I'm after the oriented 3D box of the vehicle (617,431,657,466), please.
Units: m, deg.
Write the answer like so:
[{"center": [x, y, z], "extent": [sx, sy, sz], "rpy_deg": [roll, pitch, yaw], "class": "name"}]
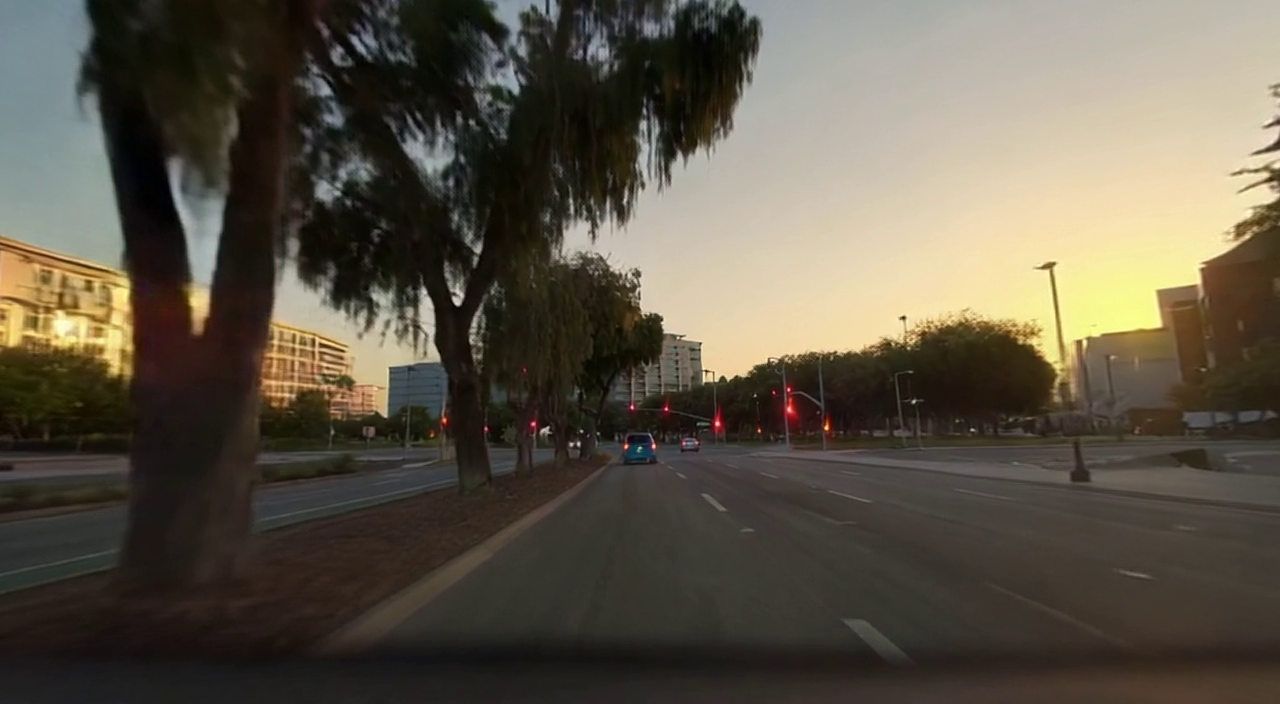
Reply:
[{"center": [-0.169, 5.846, 38.275], "extent": [2.267, 1.926, 4.708], "rpy_deg": [0, -9, 0], "class": "vehicle"}]
